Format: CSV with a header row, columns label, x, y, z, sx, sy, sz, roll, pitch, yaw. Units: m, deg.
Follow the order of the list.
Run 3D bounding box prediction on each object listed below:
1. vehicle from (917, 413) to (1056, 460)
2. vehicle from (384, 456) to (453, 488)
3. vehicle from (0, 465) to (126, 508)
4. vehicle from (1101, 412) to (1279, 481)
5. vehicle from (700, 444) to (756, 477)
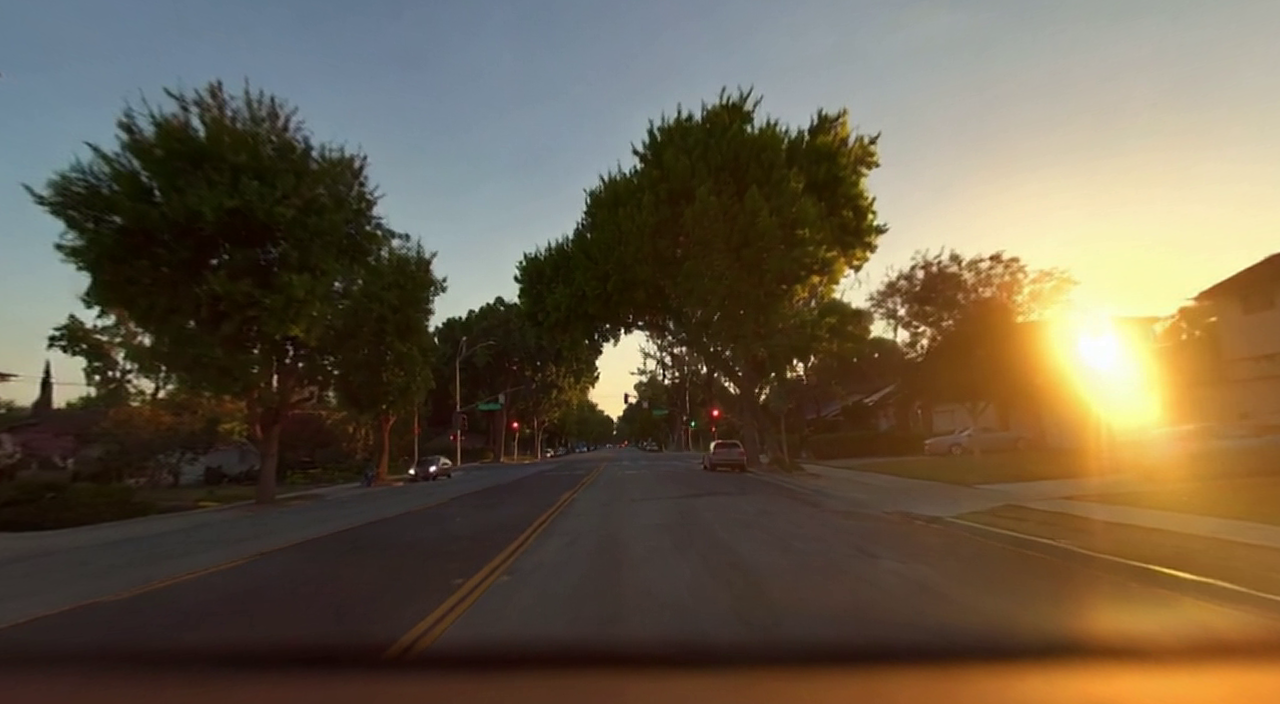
label,x,y,z,sx,sy,sz,roll,pitch,yaw
vehicle,14.333,3.533,26.339,4.500,1.875,2.046,0,-9,-1
vehicle,-11.829,6.427,34.063,2.029,1.550,4.562,0,-9,1
vehicle,-23.660,5.442,25.753,3.775,1.531,1.847,-1,-8,-1
vehicle,13.450,2.135,14.302,4.564,1.437,1.796,0,-9,0
vehicle,4.228,5.311,31.135,1.963,1.477,4.804,0,-9,-1
